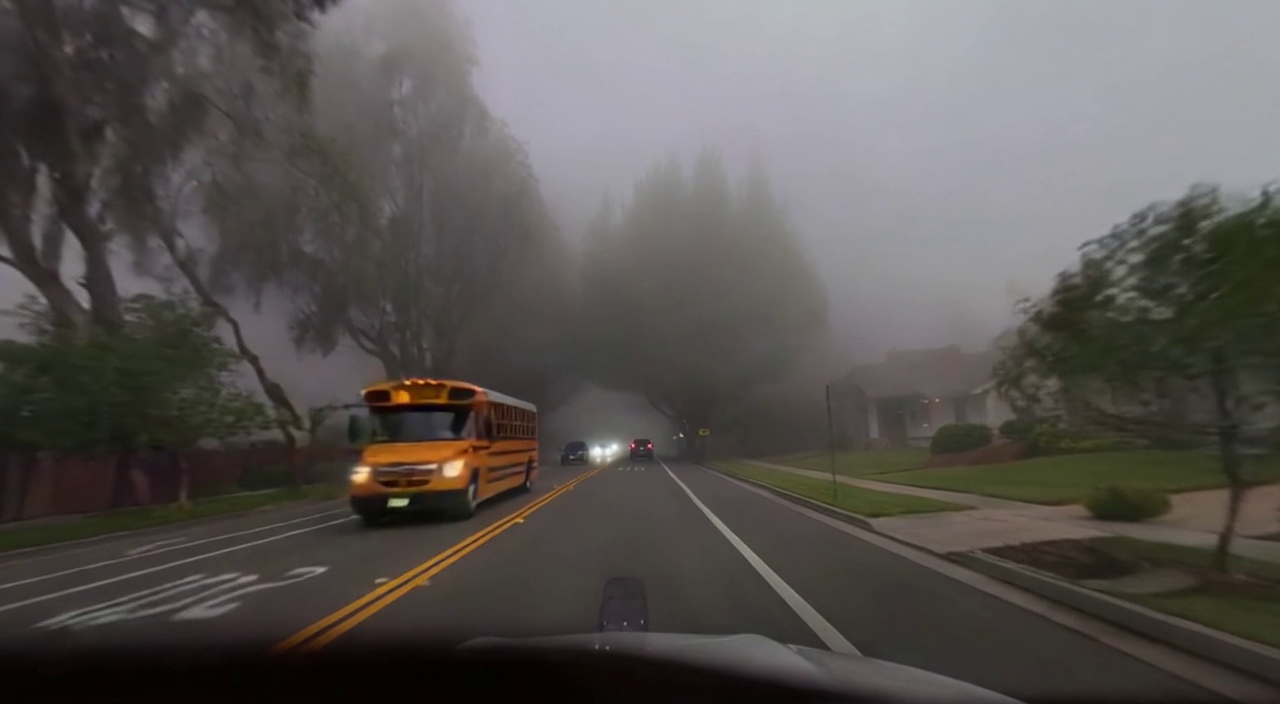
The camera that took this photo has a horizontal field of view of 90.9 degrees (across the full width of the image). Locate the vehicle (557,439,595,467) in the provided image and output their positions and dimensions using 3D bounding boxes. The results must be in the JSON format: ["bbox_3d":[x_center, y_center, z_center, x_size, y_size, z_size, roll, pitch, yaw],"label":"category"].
[{"bbox_3d":[-4.220,6.762,42.353,2.069,1.707,4.385,0,-8,1],"label":"vehicle"}]

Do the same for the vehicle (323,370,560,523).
[{"bbox_3d":[-4.274,2.414,16.338,2.966,2.818,9.113,0,-8,1],"label":"vehicle"}]
